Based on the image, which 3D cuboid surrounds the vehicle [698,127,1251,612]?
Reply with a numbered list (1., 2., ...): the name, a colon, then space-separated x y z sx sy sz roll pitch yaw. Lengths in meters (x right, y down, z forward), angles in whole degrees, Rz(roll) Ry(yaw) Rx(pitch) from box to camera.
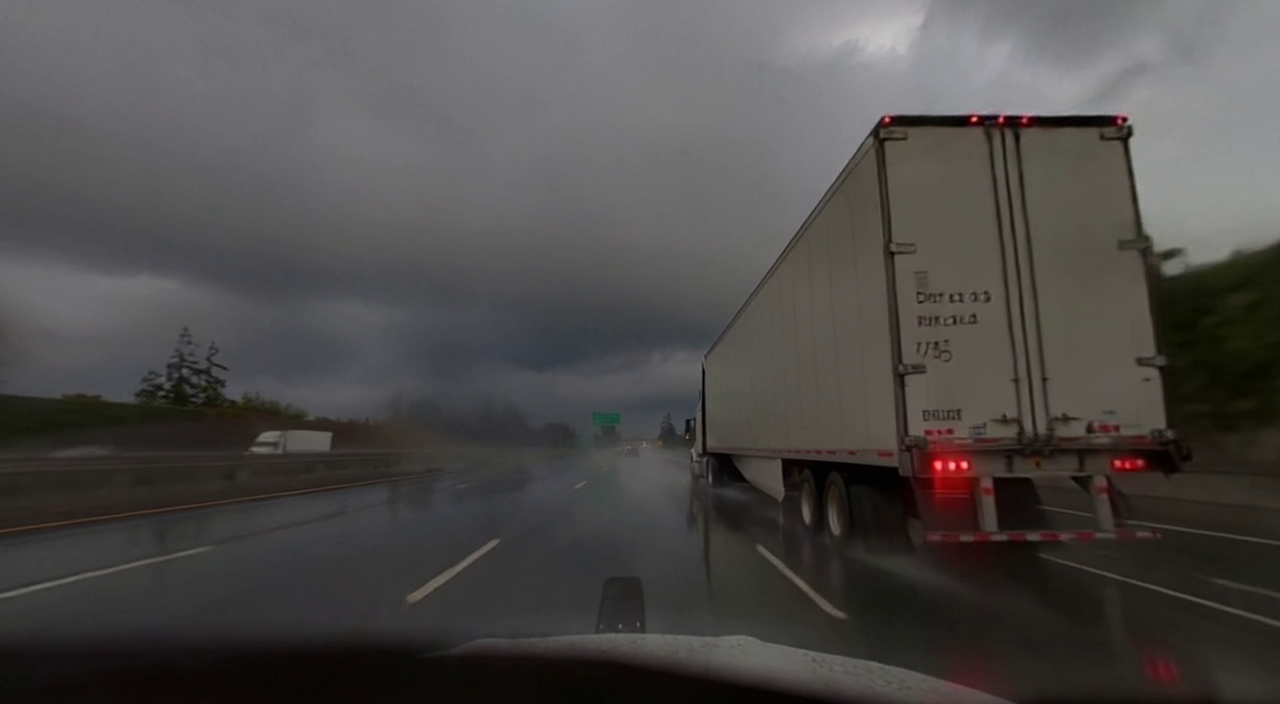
1. vehicle: 3.462 1.275 13.497 2.743 4.160 16.408 0 -9 -1
